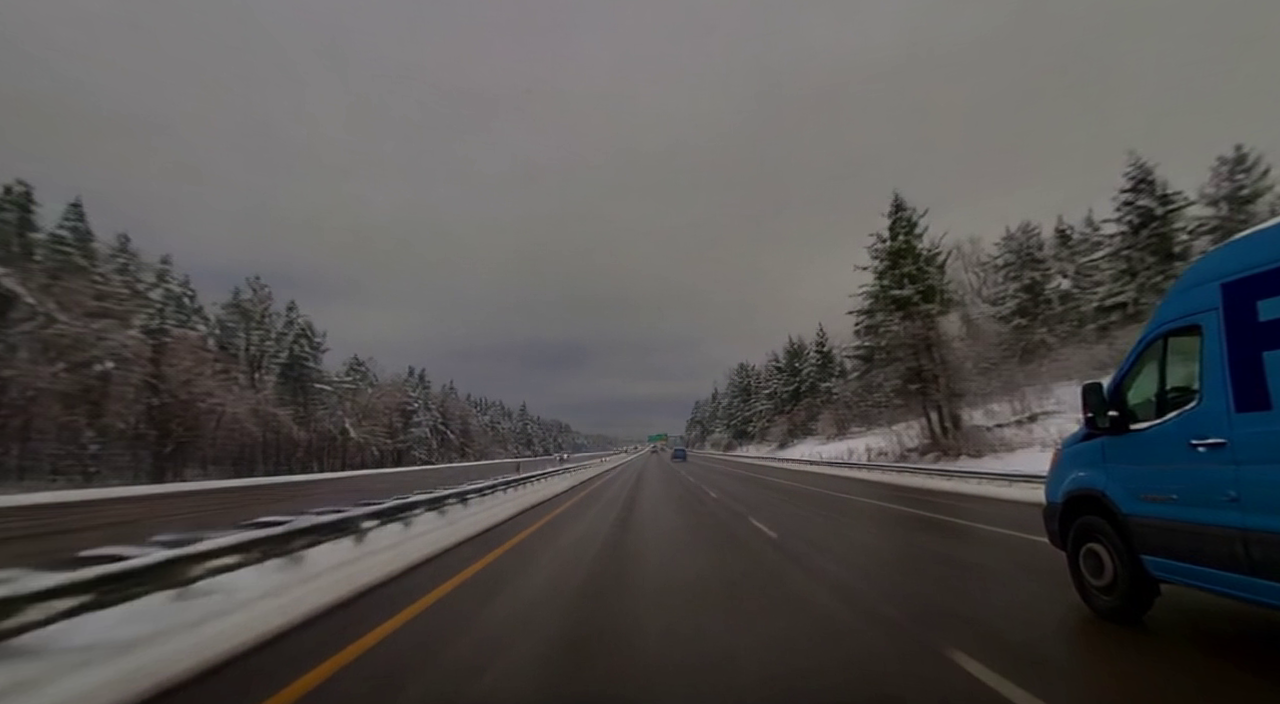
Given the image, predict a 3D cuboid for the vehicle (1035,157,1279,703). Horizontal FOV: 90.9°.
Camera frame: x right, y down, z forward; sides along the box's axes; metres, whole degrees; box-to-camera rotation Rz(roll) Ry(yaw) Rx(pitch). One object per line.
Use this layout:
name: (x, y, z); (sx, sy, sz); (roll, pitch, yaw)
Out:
vehicle: (4.044, 0.202, 1.164); (2.522, 2.556, 6.180); (0, -9, 0)
